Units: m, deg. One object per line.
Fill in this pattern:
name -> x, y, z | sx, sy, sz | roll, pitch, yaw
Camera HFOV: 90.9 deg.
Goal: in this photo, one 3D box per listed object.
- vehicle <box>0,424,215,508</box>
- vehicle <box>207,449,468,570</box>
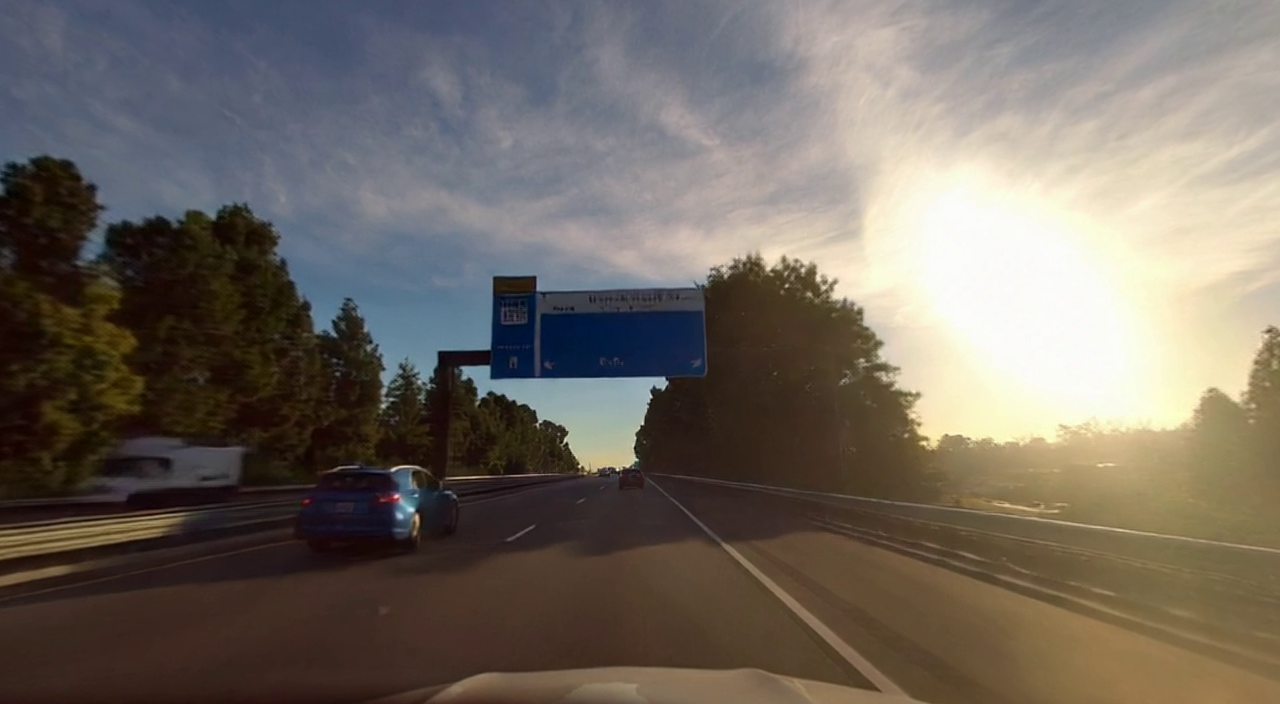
vehicle -> -16.742, 3.662, 20.212 | 2.216, 2.293, 5.474 | 1, -11, 1
vehicle -> -4.415, 2.401, 10.182 | 2.003, 1.479, 4.363 | 1, -11, 0
